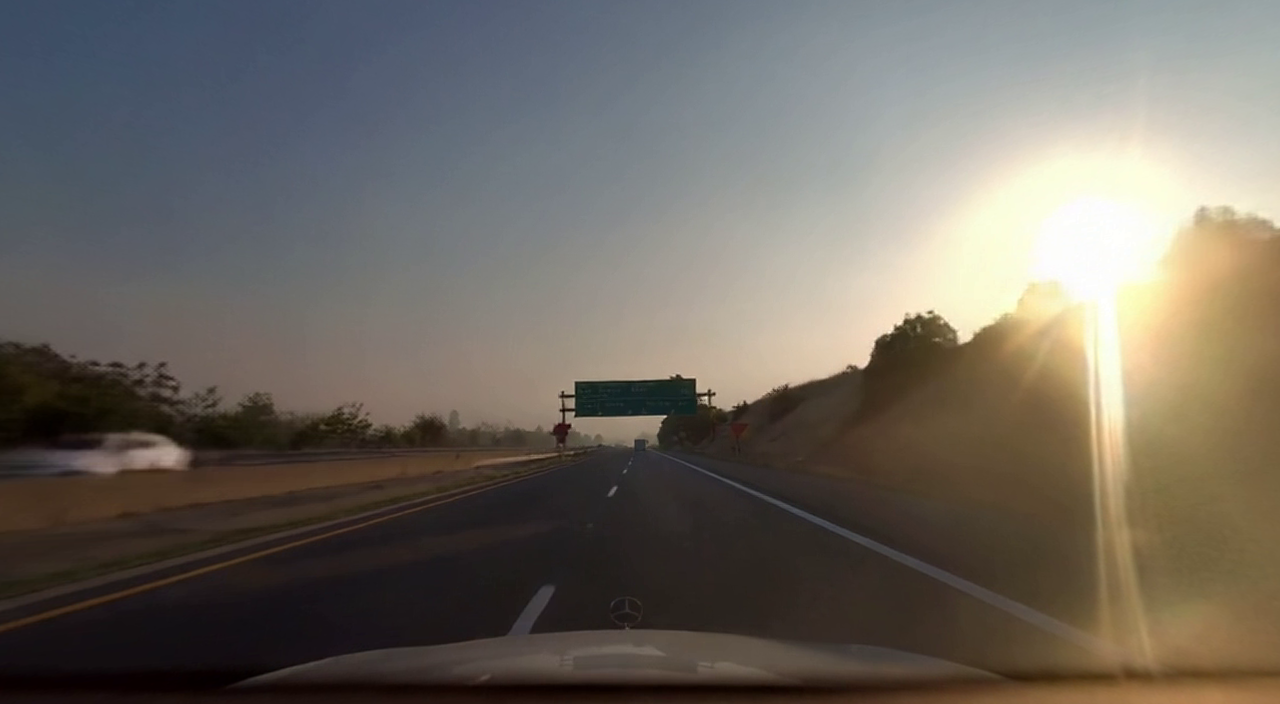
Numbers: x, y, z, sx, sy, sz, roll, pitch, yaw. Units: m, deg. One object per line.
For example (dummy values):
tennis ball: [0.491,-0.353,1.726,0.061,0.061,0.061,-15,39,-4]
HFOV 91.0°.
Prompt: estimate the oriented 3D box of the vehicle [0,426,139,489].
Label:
vehicle: [-15.343,2.711,16.428,1.650,1.455,3.511,0,-8,-1]
